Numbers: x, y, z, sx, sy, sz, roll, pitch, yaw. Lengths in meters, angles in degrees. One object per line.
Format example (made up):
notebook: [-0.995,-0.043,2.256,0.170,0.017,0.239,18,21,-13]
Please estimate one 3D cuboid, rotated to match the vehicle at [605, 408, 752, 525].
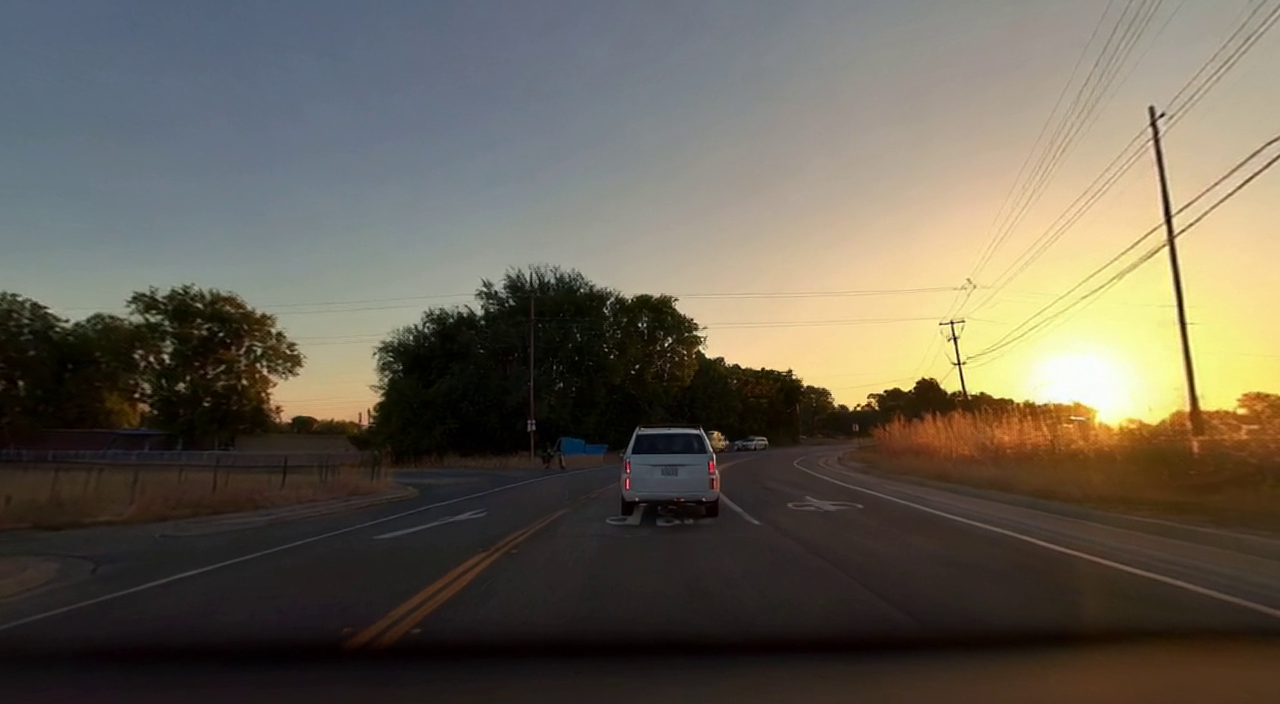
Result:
vehicle: [0.678,2.192,12.539,2.364,1.859,4.538,0,-9,2]
